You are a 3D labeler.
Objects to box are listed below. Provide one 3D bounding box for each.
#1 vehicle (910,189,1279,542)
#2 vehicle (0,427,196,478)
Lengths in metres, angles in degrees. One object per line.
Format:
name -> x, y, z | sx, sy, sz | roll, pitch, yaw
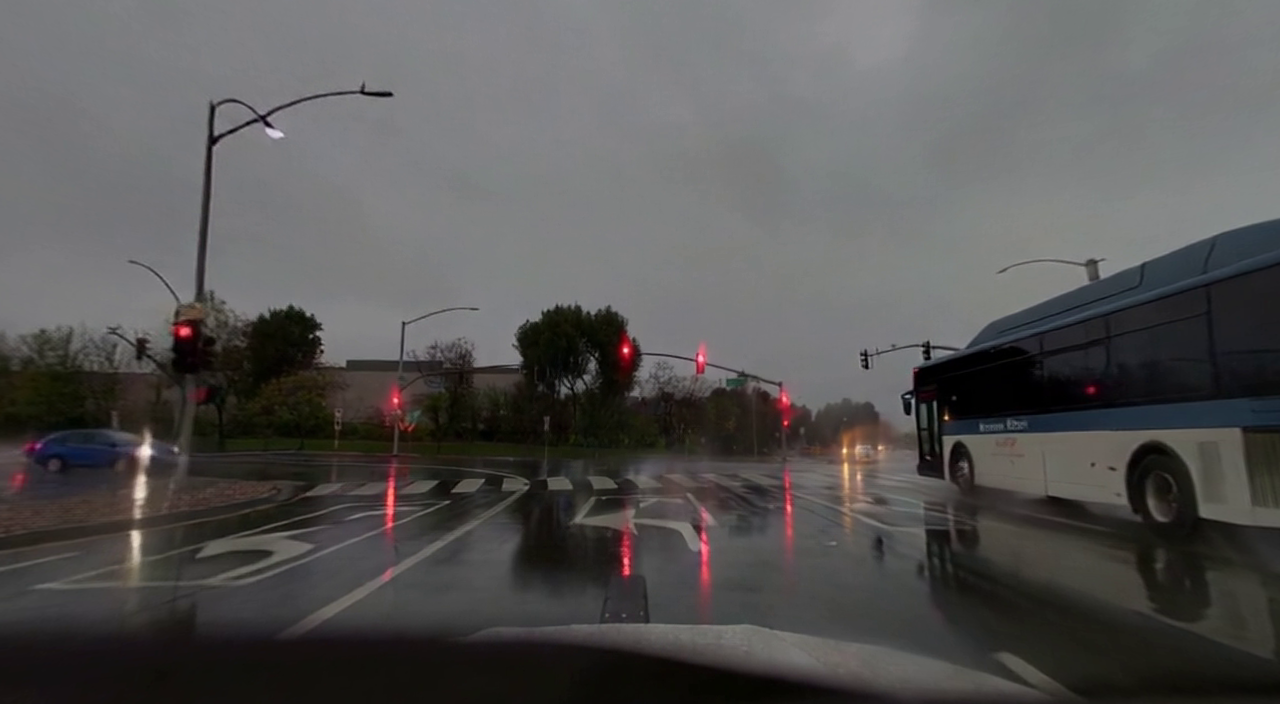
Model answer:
vehicle -> 9.221, 0.905, 12.324 | 2.916, 4.009, 13.397 | -1, -8, 4
vehicle -> -19.381, 3.604, 22.773 | 5.014, 1.675, 1.906 | 3, -9, -19
